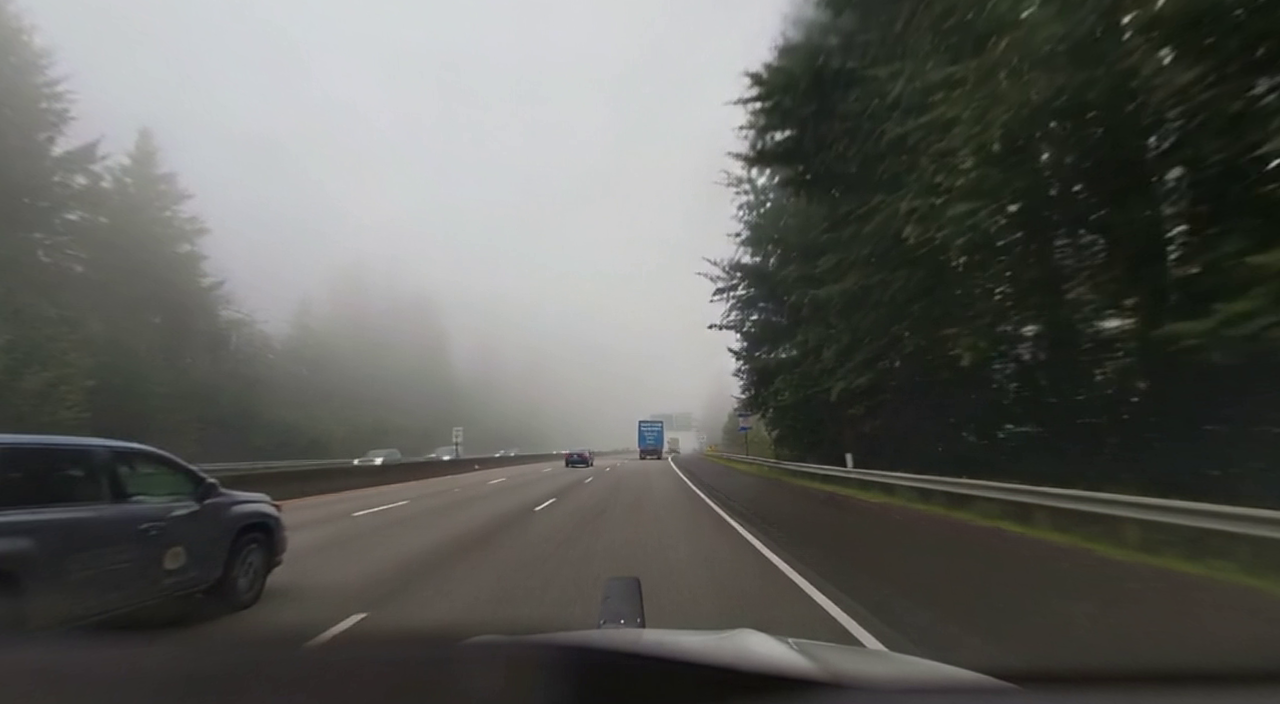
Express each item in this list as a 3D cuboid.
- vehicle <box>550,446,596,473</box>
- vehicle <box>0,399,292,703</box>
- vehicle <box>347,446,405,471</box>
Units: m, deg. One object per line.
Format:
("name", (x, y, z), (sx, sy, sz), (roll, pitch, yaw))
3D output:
("vehicle", (-3.712, 6.024, 35.526), (2.045, 1.430, 3.951), (-1, -9, 1))
("vehicle", (-3.974, 1.001, 2.916), (2.039, 1.532, 4.610), (-1, -9, 1))
("vehicle", (-19.074, 7.699, 45.805), (2.065, 1.665, 4.796), (-1, -9, 1))
